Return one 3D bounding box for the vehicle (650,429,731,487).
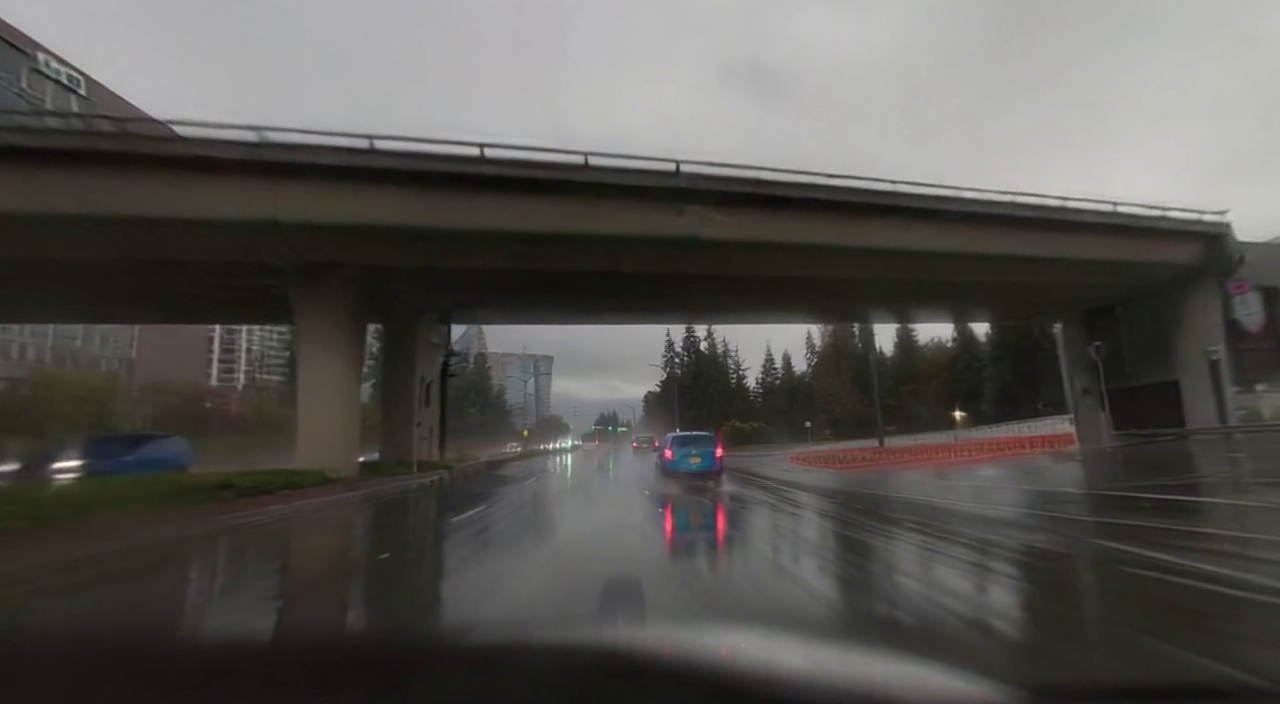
[{"bbox_3d":[1.561,3.521,21.191,2.110,1.712,4.489,0,-9,-3],"label":"vehicle"}]

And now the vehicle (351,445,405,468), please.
[{"bbox_3d":[-18.707,7.486,45.250,1.980,1.517,4.690,0,-9,-2],"label":"vehicle"}]

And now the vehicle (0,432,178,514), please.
[{"bbox_3d":[-13.968,2.861,15.373,2.052,1.690,4.458,0,-9,-2],"label":"vehicle"}]

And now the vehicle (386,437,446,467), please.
[{"bbox_3d":[-14.783,6.638,41.934,2.093,1.806,5.466,0,-9,-2],"label":"vehicle"}]
